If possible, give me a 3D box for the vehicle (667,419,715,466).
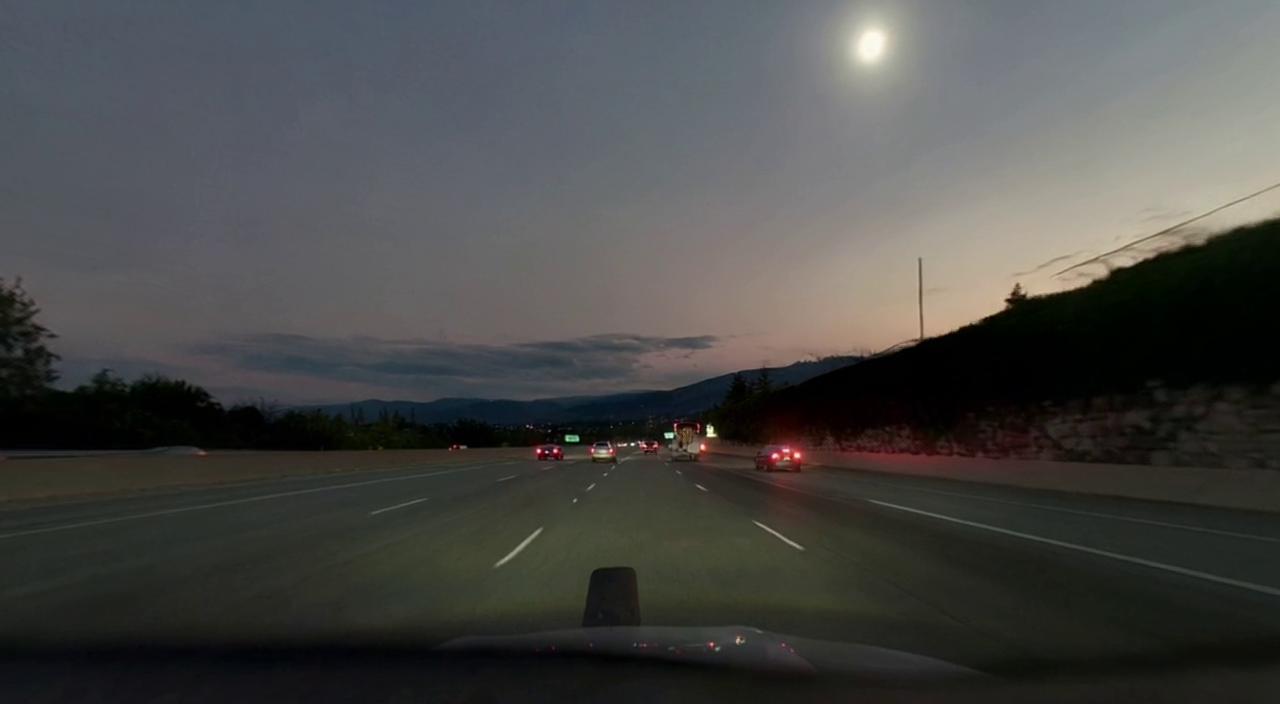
[{"bbox_3d":[3.621,6.729,46.807,2.795,3.187,7.205,0,-8,-1],"label":"vehicle"}]
